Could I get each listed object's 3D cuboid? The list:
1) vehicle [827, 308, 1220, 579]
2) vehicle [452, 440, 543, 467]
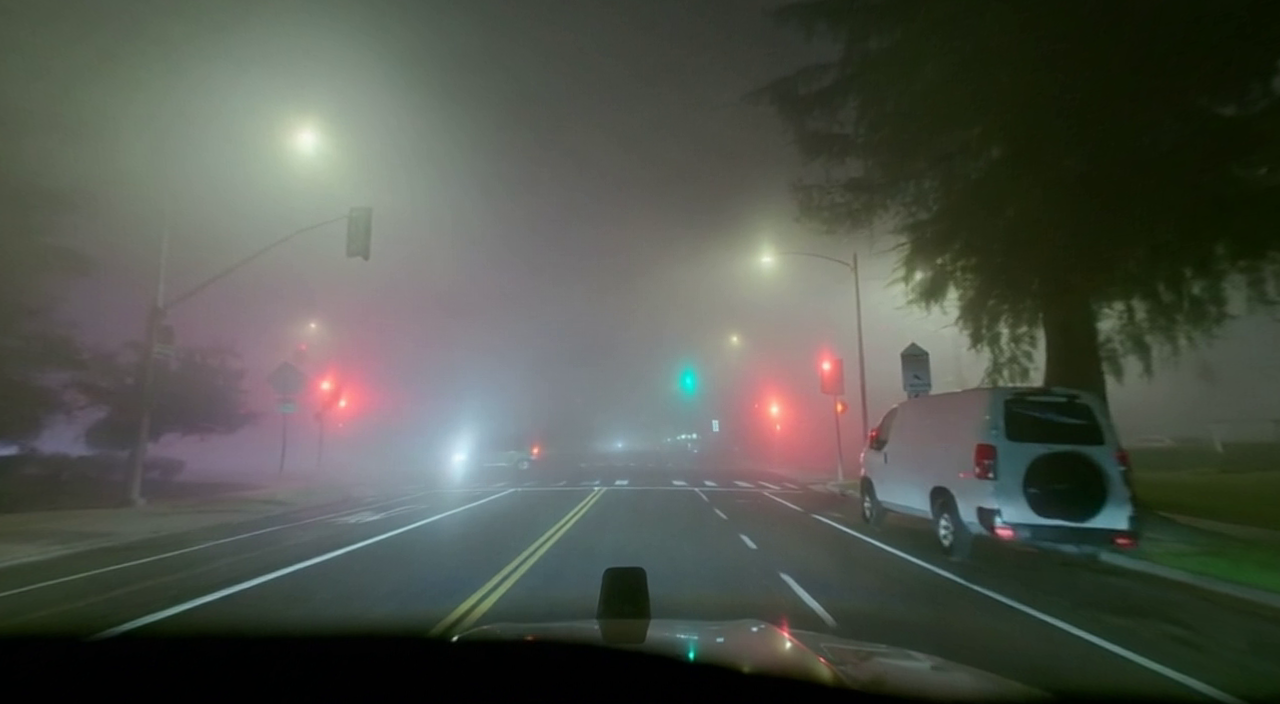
[{"bbox_3d":[4.693,1.277,9.036,2.398,2.806,4.857,0,-8,-1],"label":"vehicle"},{"bbox_3d":[-7.918,5.663,35.288,4.606,1.452,1.917,0,-9,2],"label":"vehicle"}]
